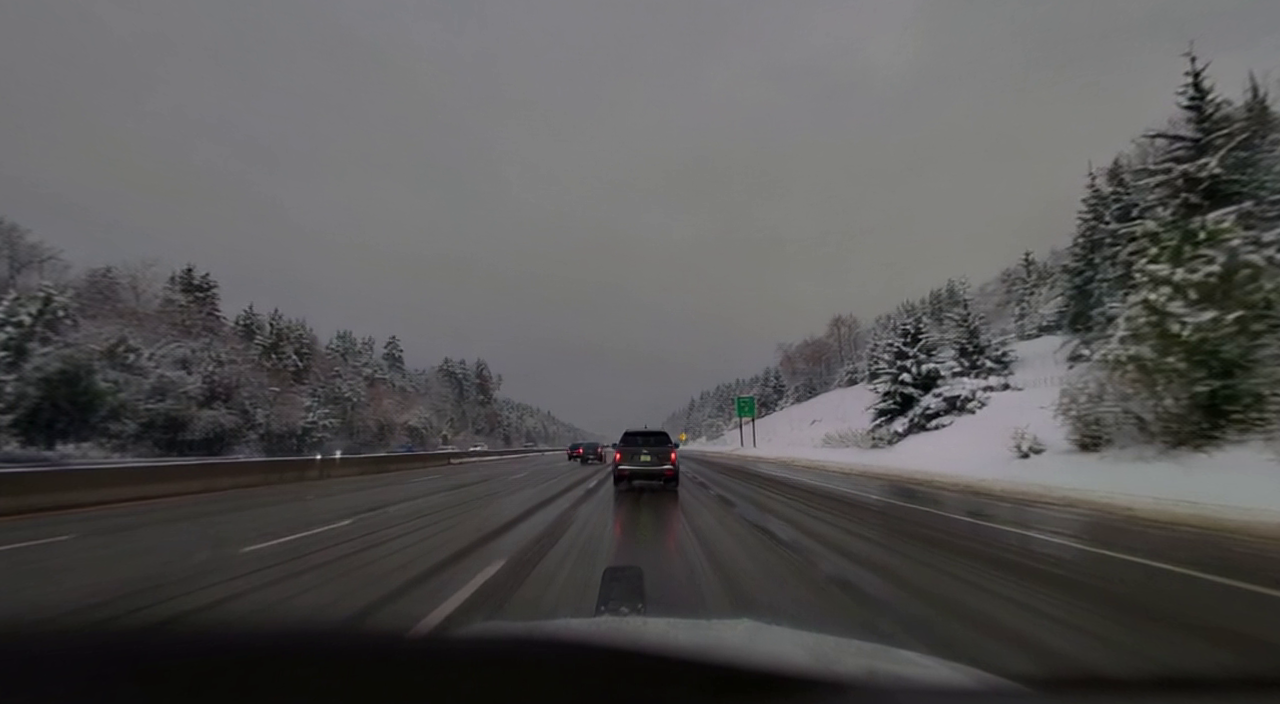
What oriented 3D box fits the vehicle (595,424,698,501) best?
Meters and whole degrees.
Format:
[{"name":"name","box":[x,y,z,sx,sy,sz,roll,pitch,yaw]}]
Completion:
[{"name":"vehicle","box":[0.165,2.952,17.158,2.447,1.804,4.273,0,-9,0]}]

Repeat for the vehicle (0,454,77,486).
[{"name":"vehicle","box":[-31.573,5.936,32.004,1.911,1.461,4.375,0,-9,0]}]
